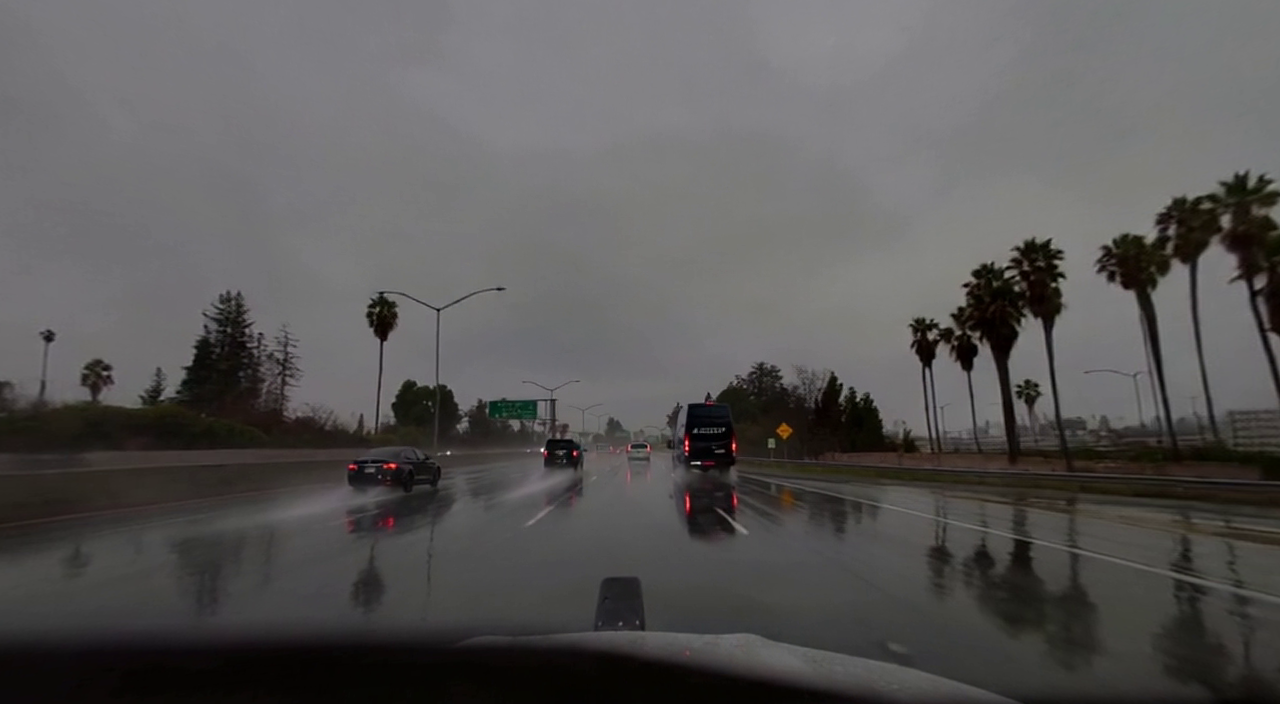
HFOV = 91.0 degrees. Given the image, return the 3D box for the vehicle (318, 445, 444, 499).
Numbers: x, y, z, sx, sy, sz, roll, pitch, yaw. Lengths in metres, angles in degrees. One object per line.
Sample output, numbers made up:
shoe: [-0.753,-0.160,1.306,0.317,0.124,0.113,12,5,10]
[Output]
vehicle: [-7.909,3.685,19.758,2.050,1.487,4.372,0,-9,0]

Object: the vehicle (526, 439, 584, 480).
vehicle: [-3.737,4.800,28.424,2.017,1.683,4.094,0,-9,1]

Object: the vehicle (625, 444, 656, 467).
vehicle: [0.023,7.120,43.423,2.085,1.507,4.096,0,-9,0]

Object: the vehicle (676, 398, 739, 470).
vehicle: [3.975,5.164,39.155,3.086,3.984,8.371,0,-9,1]
